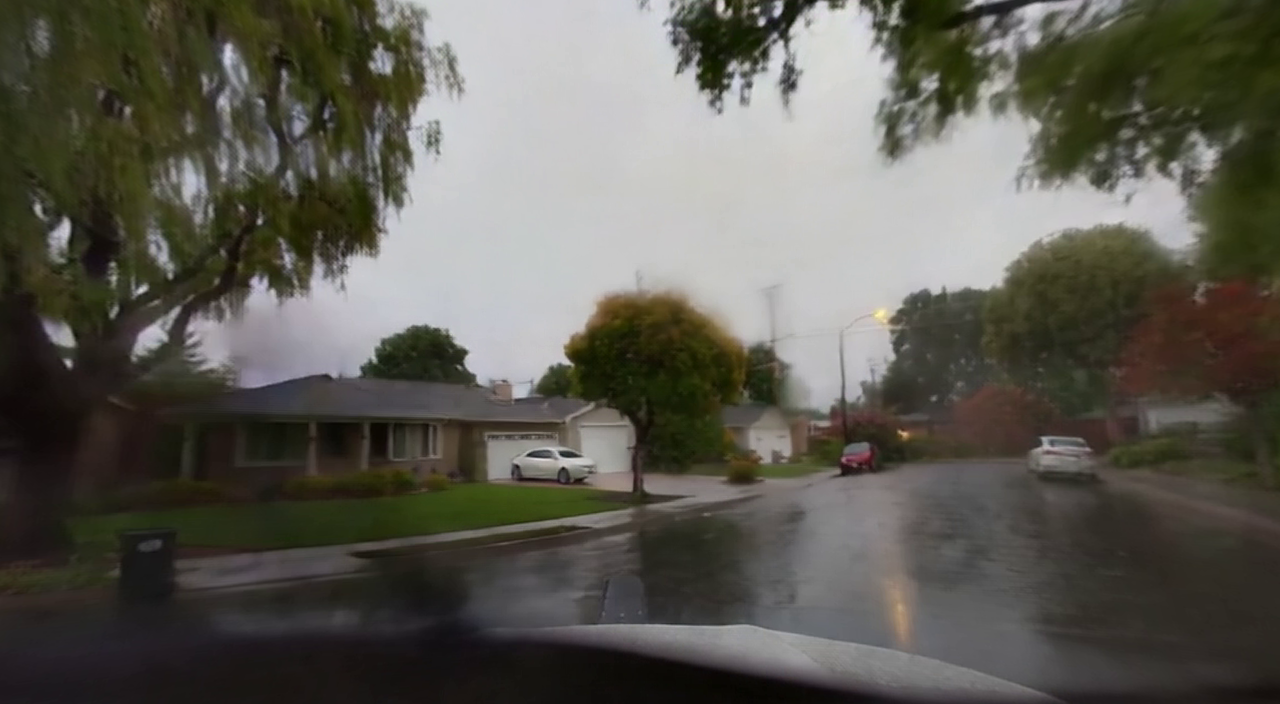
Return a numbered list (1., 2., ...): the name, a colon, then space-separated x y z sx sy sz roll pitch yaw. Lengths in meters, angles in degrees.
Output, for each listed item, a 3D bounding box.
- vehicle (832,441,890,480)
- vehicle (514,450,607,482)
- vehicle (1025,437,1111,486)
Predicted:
1. vehicle: 12.566 6.083 35.735 2.208 1.834 4.675 -11 -12 26
2. vehicle: -4.075 5.782 32.239 4.404 1.495 1.844 -5 -10 28
3. vehicle: 15.506 3.918 23.100 2.005 1.553 3.984 -2 -8 26
